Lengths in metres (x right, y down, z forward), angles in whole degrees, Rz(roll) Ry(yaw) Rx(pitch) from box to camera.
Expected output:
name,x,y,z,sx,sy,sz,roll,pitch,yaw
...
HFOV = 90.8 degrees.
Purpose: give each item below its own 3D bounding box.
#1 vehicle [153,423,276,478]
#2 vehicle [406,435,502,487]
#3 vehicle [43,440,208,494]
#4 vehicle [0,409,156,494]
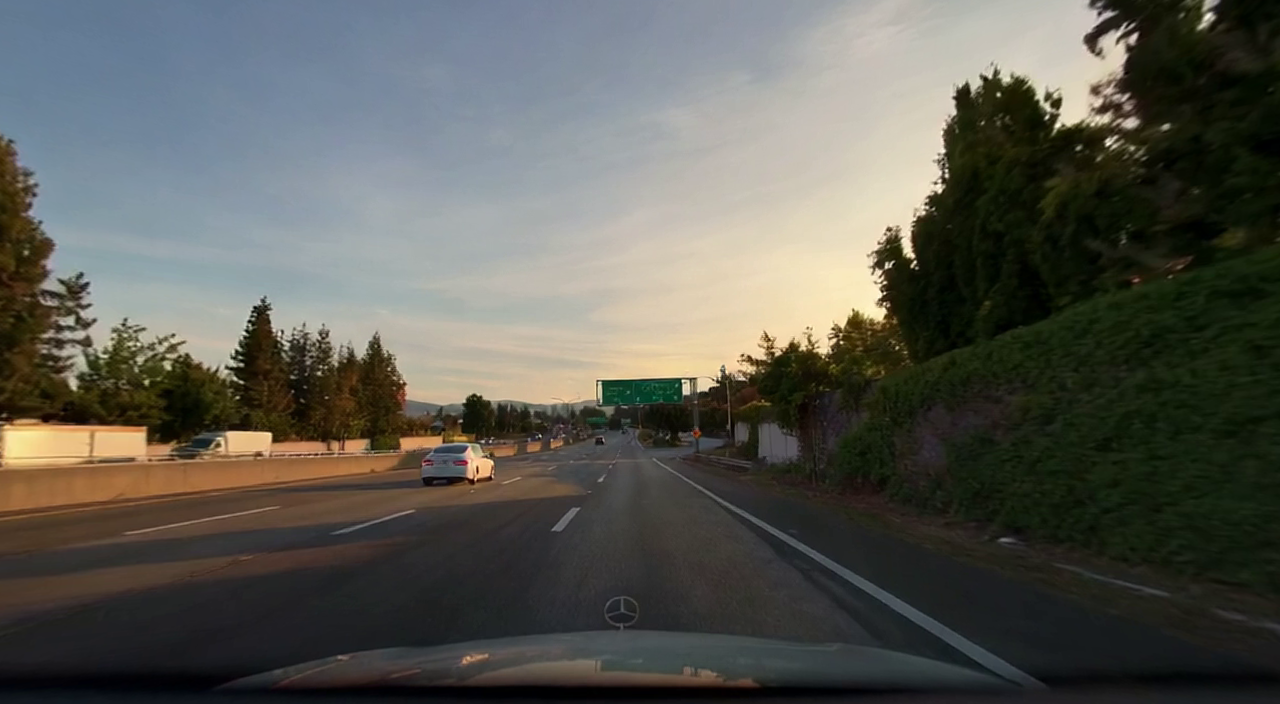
name,x,y,z,sx,sy,sz,roll,pitch,yaw
vehicle,-26.417,6.150,39.747,2.778,3.125,7.002,0,-8,0
vehicle,-6.726,3.993,23.469,2.115,1.711,4.722,0,-9,0
vehicle,-19.145,4.269,23.946,1.896,1.785,5.244,0,-9,-1
vehicle,-26.194,4.353,27.755,2.959,3.242,8.689,0,-9,-1
